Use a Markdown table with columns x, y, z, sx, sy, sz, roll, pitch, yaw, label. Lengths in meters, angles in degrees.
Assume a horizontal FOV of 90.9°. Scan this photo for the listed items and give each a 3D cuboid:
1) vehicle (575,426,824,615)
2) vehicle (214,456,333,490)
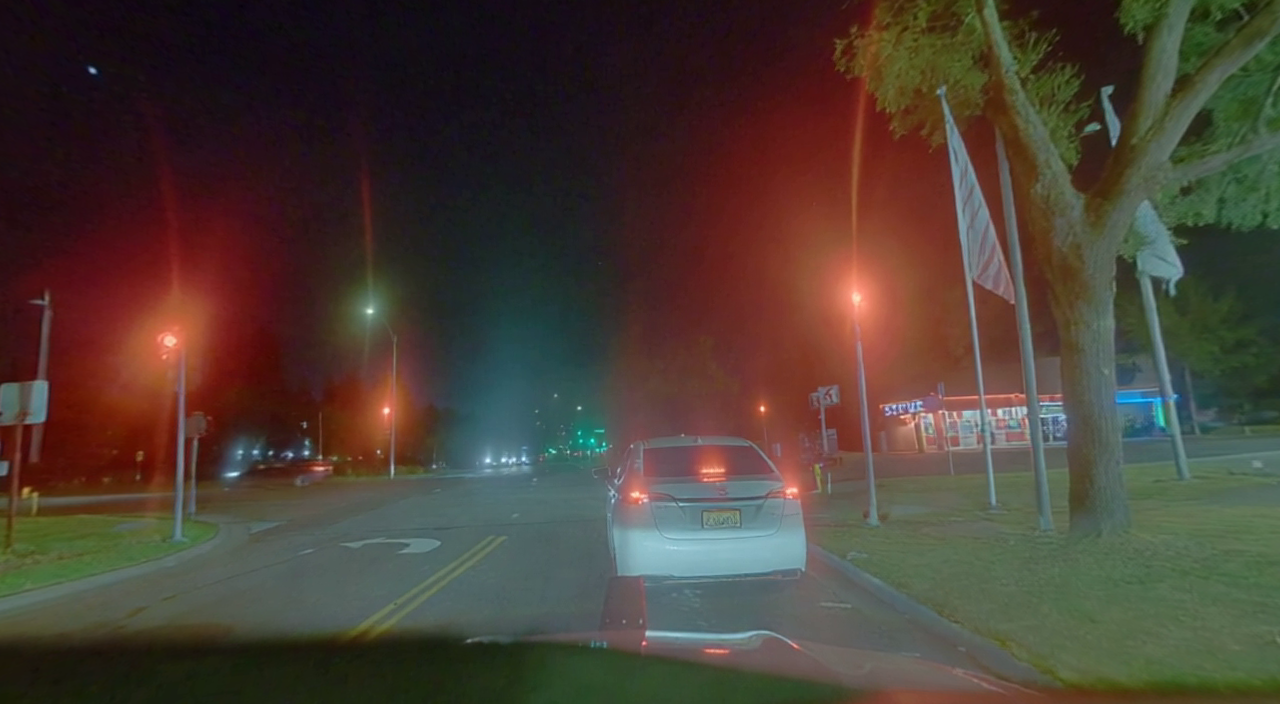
| x | y | z | sx | sy | sz | roll | pitch | yaw | label |
| --- | --- | --- | --- | --- | --- | --- | --- | --- | --- |
| 0.381 | 1.622 | 6.905 | 1.985 | 1.463 | 3.647 | 0 | -9 | -3 | vehicle |
| -16.853 | 5.571 | 29.135 | 4.278 | 1.475 | 1.804 | 0 | -10 | -5 | vehicle |
